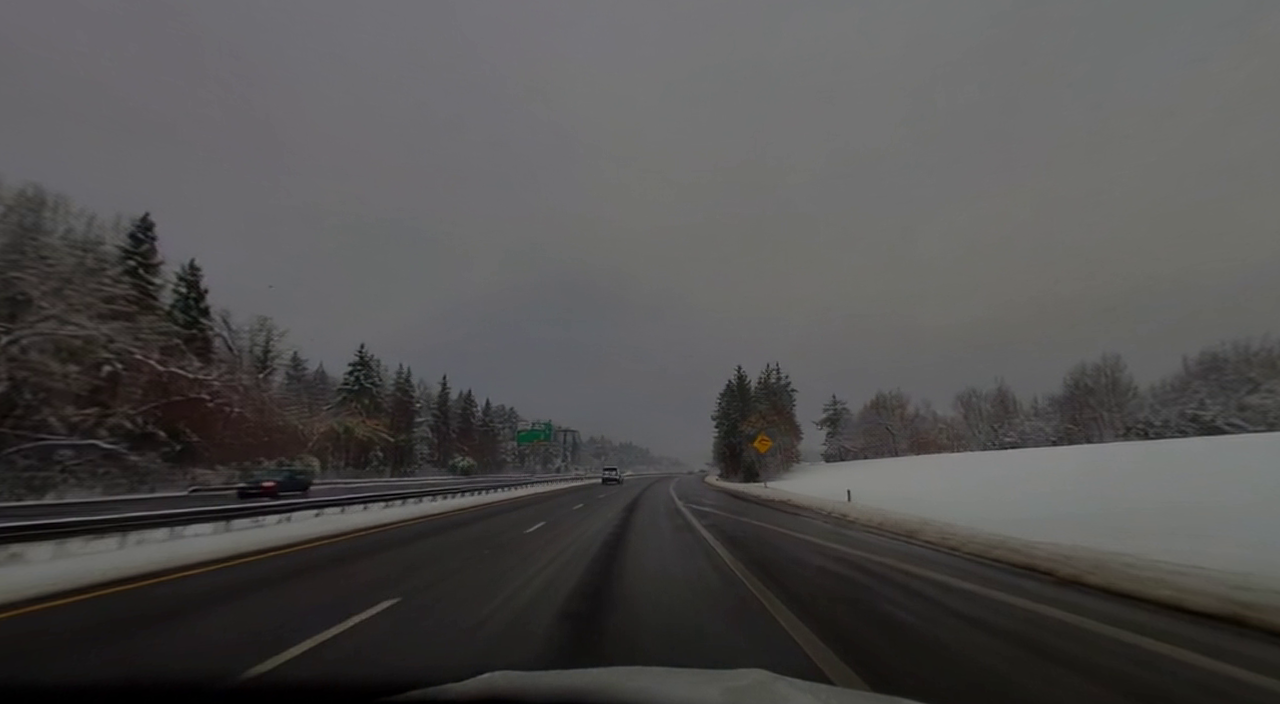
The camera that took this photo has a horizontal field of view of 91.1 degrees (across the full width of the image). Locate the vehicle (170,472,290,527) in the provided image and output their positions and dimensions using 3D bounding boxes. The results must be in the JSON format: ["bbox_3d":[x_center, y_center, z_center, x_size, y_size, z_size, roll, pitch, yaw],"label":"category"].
[{"bbox_3d":[-16.217,5.824,25.127,1.986,1.636,4.048,-3,-7,2],"label":"vehicle"}]
